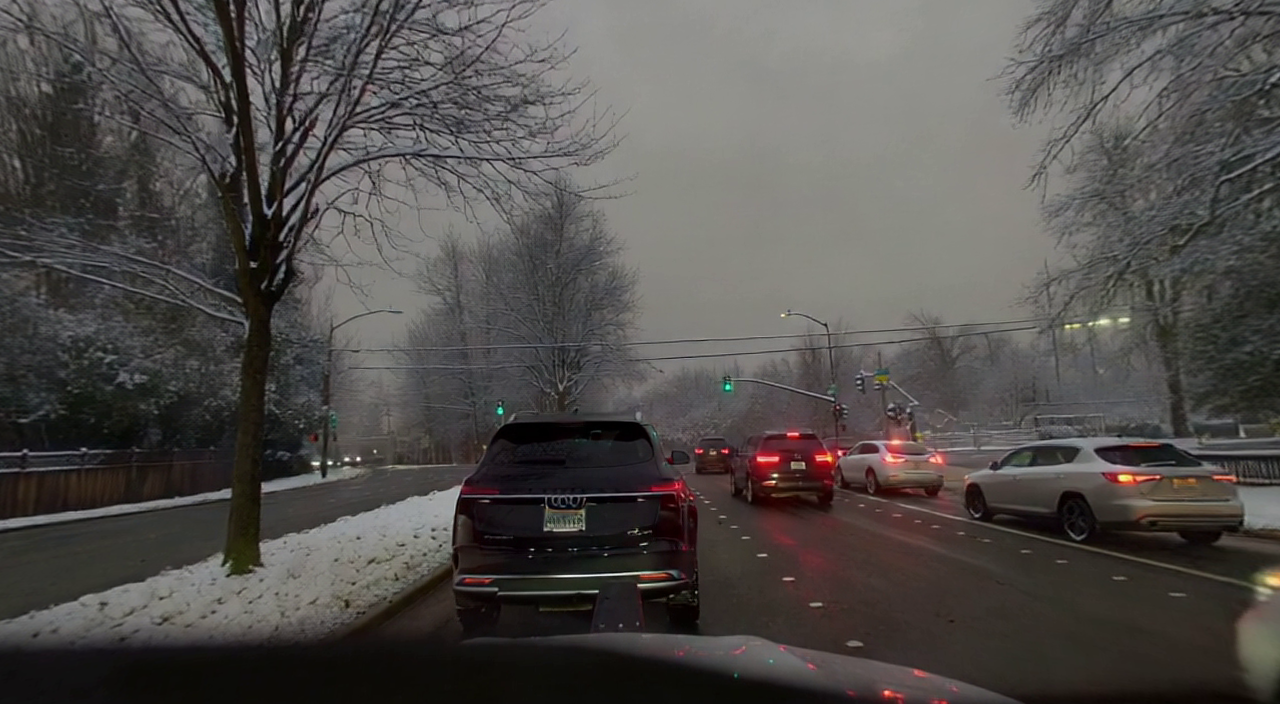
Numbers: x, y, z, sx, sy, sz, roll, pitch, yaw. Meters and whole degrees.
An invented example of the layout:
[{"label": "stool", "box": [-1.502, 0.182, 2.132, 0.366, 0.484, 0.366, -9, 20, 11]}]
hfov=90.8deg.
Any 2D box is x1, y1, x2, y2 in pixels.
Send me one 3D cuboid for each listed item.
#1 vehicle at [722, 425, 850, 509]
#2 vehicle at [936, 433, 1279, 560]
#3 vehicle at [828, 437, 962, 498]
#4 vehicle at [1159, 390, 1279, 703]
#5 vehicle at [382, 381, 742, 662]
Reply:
[{"label": "vehicle", "box": [3.262, 2.681, 15.122, 1.963, 1.682, 4.407, 0, -9, 0]}, {"label": "vehicle", "box": [6.576, 2.020, 9.656, 1.894, 1.445, 4.565, 0, -9, 0]}, {"label": "vehicle", "box": [6.950, 3.191, 17.820, 1.890, 1.489, 4.415, 0, -9, -1]}, {"label": "vehicle", "box": [3.146, 0.585, 0.146, 1.997, 1.486, 4.753, 0, -9, 0]}, {"label": "vehicle", "box": [-0.431, 1.353, 6.088, 2.201, 1.709, 4.271, 0, -9, 1]}]
